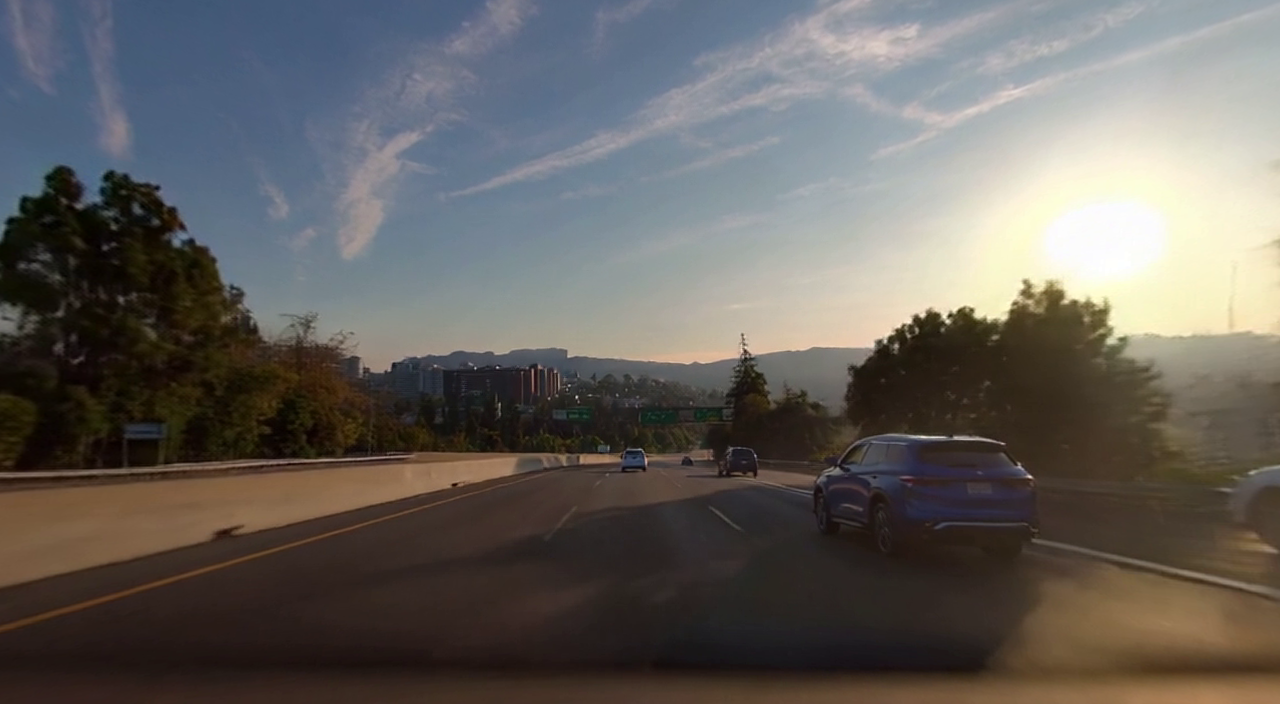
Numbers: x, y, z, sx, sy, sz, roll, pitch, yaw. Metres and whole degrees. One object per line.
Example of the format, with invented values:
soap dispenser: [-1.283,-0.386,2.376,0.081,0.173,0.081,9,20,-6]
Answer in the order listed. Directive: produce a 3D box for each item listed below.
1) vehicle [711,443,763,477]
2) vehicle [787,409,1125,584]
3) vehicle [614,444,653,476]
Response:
vehicle: [6.924,7.805,46.026,2.526,2.230,6.190,0,-9,-3]
vehicle: [3.556,1.716,8.293,2.097,1.659,4.320,0,-9,-1]
vehicle: [-0.424,6.476,38.072,2.181,1.768,4.383,0,-9,-2]
